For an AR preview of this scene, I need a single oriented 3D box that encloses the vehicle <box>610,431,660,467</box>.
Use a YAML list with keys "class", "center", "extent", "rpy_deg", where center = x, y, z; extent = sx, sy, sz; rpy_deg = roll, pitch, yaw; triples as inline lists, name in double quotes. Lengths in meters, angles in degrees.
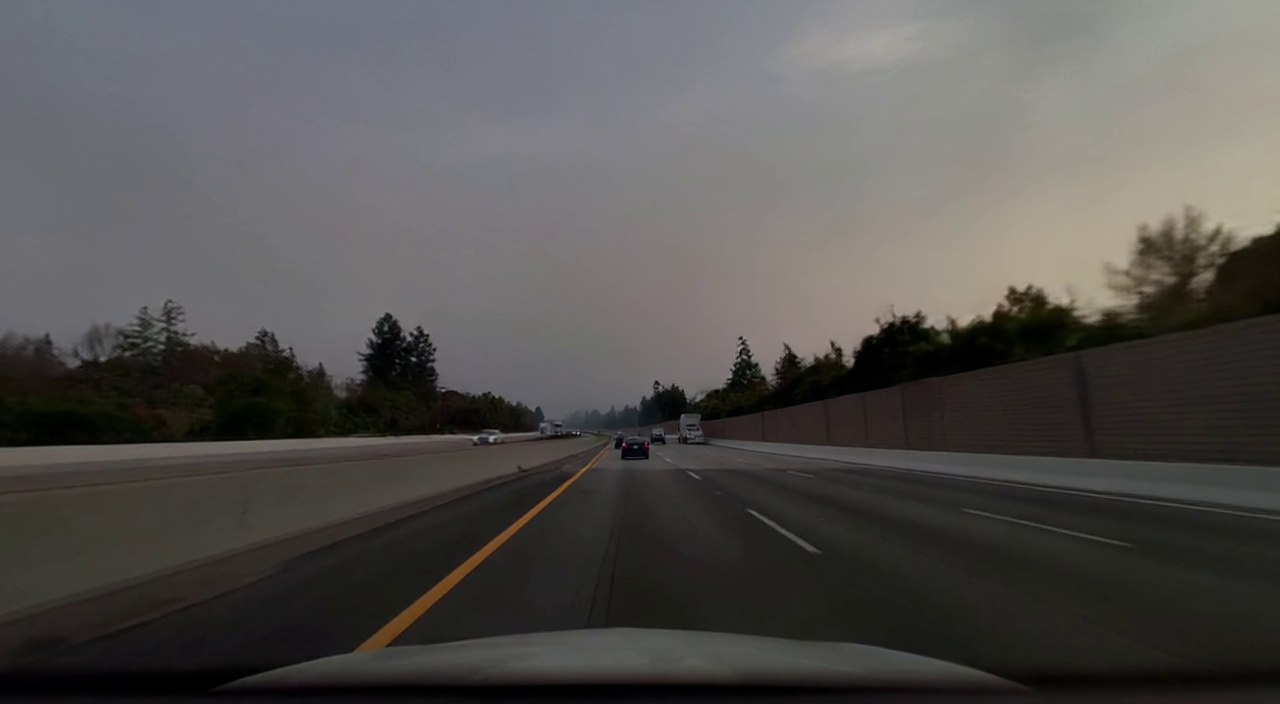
- class: "vehicle"
  center: [-0.289, 4.388, 28.733]
  extent: [2.119, 1.480, 4.000]
  rpy_deg: [0, -8, -2]
